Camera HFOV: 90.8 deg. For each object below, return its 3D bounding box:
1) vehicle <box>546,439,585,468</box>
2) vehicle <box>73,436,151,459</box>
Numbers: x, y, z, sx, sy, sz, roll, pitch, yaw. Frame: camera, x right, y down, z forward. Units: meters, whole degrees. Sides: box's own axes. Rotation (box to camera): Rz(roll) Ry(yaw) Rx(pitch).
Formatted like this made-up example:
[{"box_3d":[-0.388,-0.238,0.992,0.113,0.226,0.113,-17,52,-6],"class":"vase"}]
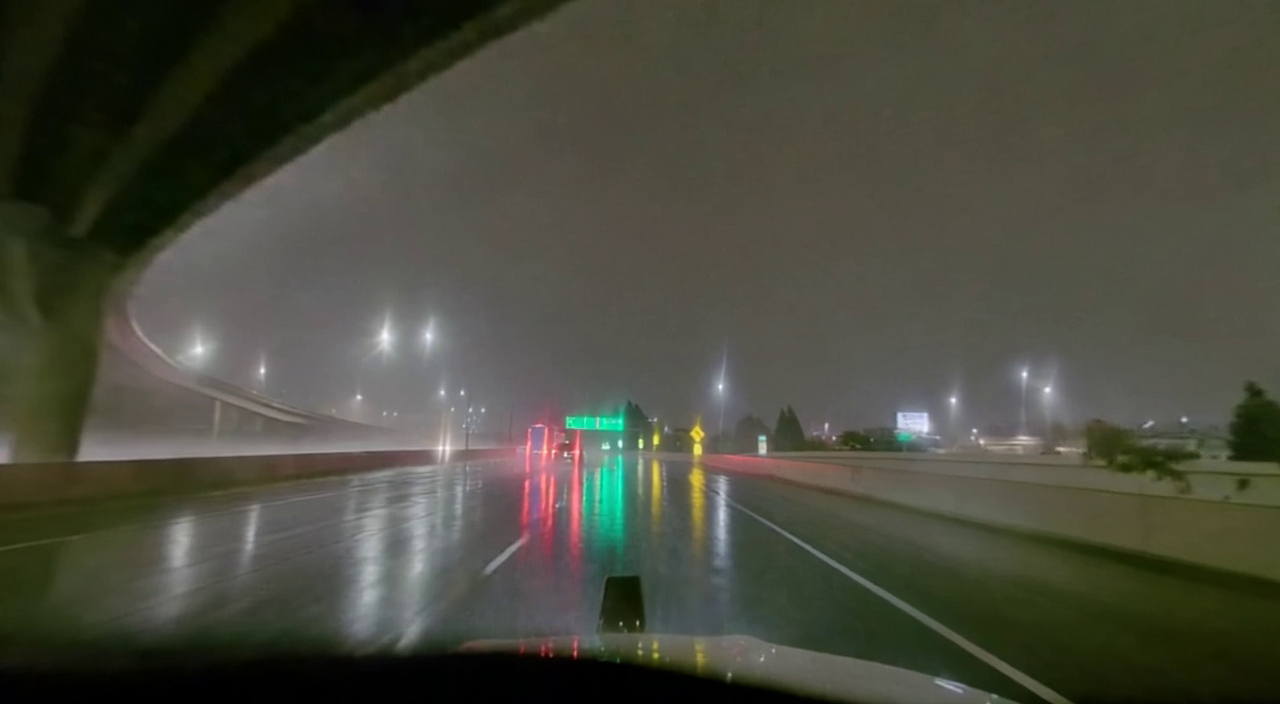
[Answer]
[{"box_3d":[-4.469,6.146,38.348,1.971,1.643,4.009,0,-8,-2],"class":"vehicle"},{"box_3d":[-38.132,6.913,45.778,1.823,1.601,4.433,0,-8,-1],"class":"vehicle"}]
